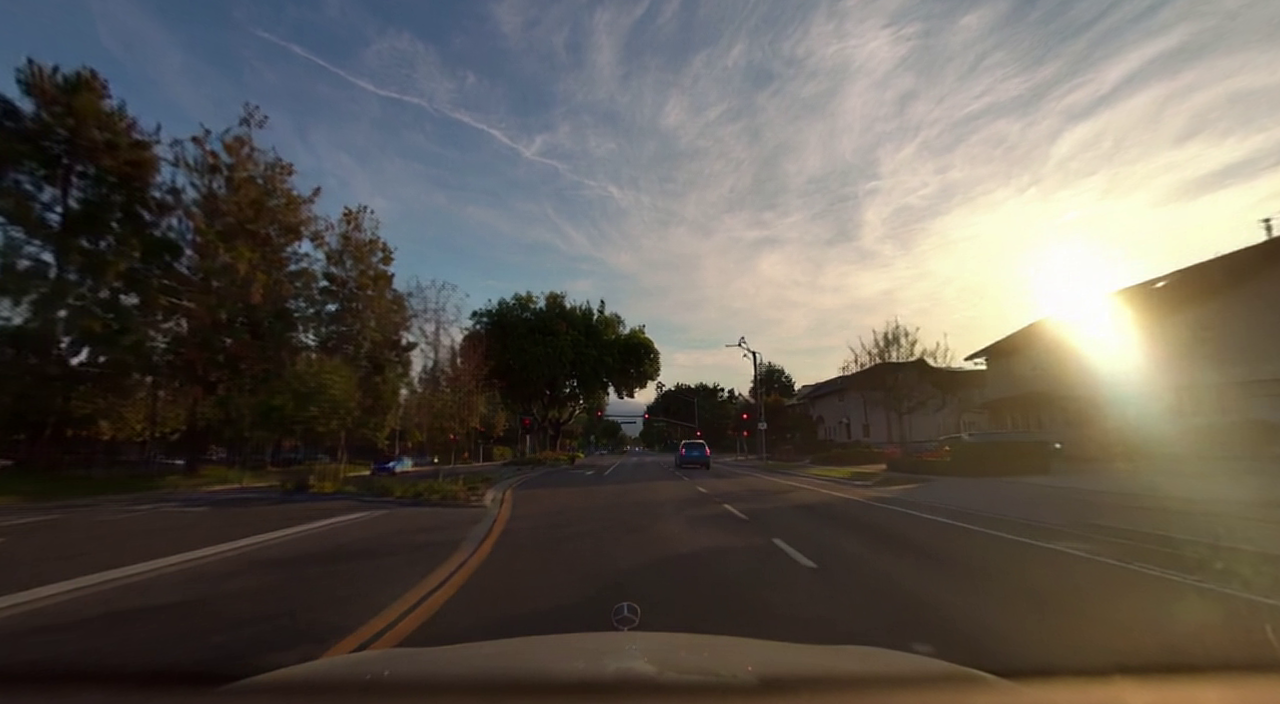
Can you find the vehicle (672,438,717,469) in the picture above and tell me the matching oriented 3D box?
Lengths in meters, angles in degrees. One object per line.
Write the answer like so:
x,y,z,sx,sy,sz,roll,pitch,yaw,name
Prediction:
3.405,6.468,40.420,2.229,1.795,4.927,0,-9,-2,vehicle
